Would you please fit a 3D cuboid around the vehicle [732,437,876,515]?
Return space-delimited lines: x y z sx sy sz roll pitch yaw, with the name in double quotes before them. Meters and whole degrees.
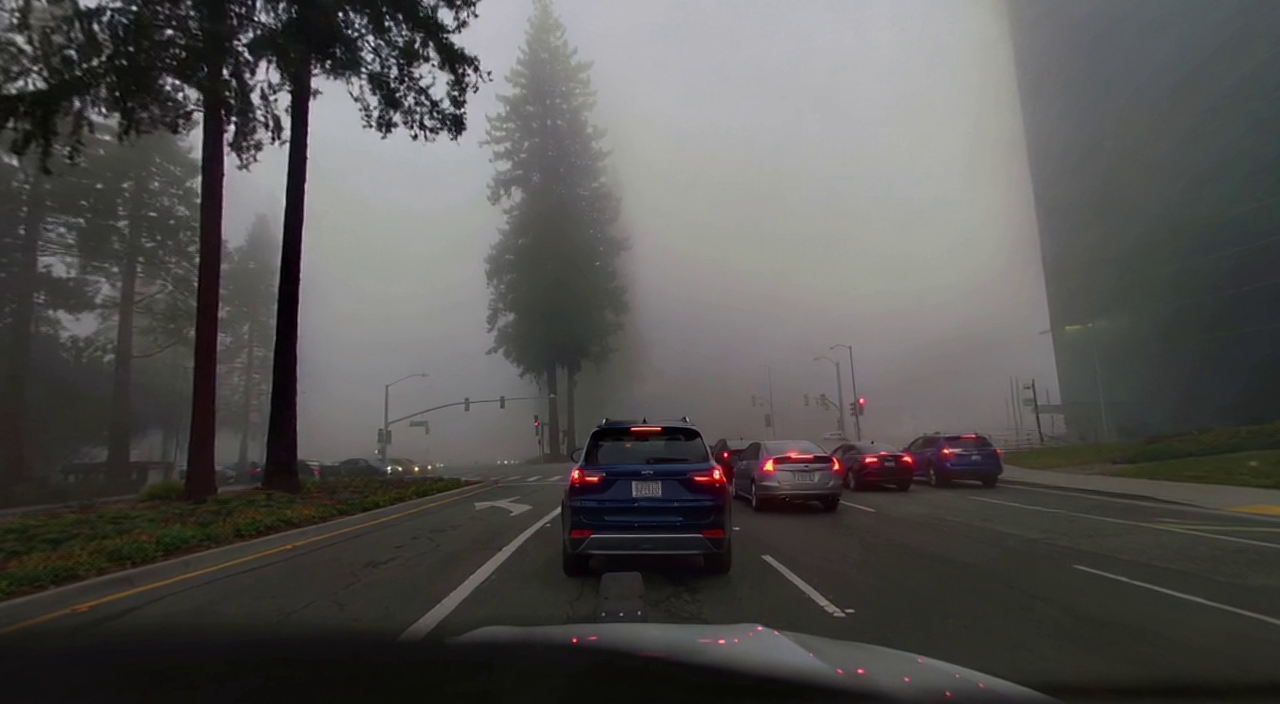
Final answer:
"vehicle" 3.480 2.715 14.368 1.997 1.471 4.321 0 -9 -2

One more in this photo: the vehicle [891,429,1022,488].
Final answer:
"vehicle" 10.852 3.695 22.133 2.123 1.812 4.553 0 -9 -1

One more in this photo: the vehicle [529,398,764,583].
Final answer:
"vehicle" 0.053 1.653 8.256 2.266 1.762 4.131 0 -9 0
